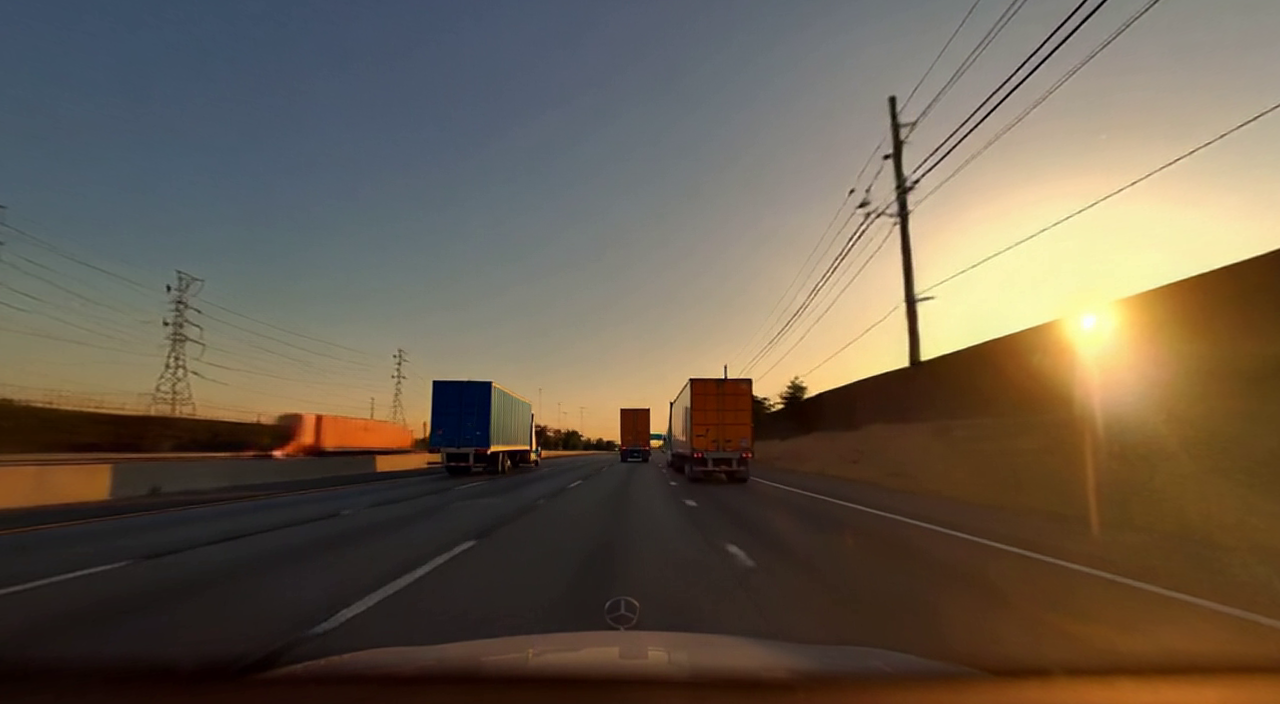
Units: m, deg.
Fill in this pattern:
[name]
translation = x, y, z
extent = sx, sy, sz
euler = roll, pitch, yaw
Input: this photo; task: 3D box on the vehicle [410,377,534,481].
[vehicle]
translation = -7.351, 3.772, 29.866
extent = 2.937, 3.981, 11.119
euler = 0, -9, -1
